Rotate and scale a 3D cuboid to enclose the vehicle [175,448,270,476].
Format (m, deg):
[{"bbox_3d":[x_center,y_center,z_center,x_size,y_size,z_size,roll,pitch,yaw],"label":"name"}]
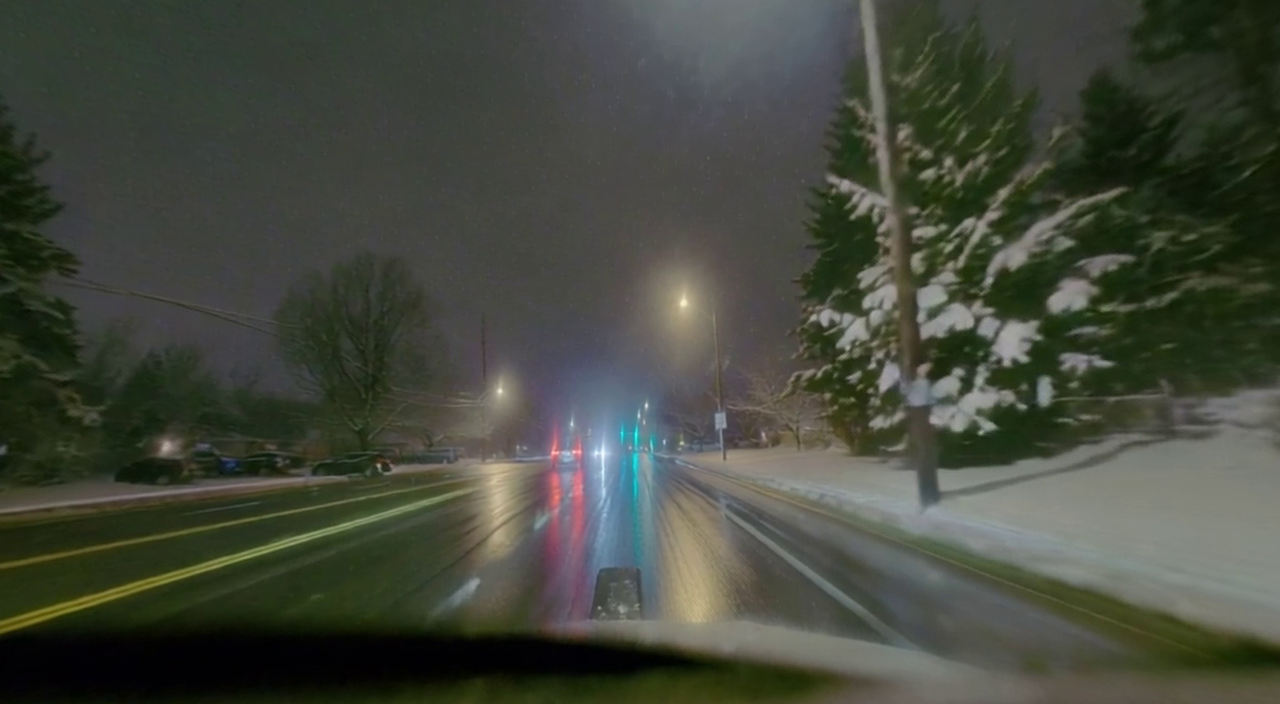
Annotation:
[{"bbox_3d":[-27.923,7.385,42.376,4.945,1.781,2.046,-1,-8,2],"label":"vehicle"}]

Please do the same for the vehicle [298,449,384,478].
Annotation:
[{"bbox_3d":[-19.901,7.416,42.176,4.802,1.511,1.866,-3,-7,-5],"label":"vehicle"}]

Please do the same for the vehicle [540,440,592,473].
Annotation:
[{"bbox_3d":[-3.488,5.027,30.573,2.030,1.467,4.251,0,-8,-1],"label":"vehicle"}]
